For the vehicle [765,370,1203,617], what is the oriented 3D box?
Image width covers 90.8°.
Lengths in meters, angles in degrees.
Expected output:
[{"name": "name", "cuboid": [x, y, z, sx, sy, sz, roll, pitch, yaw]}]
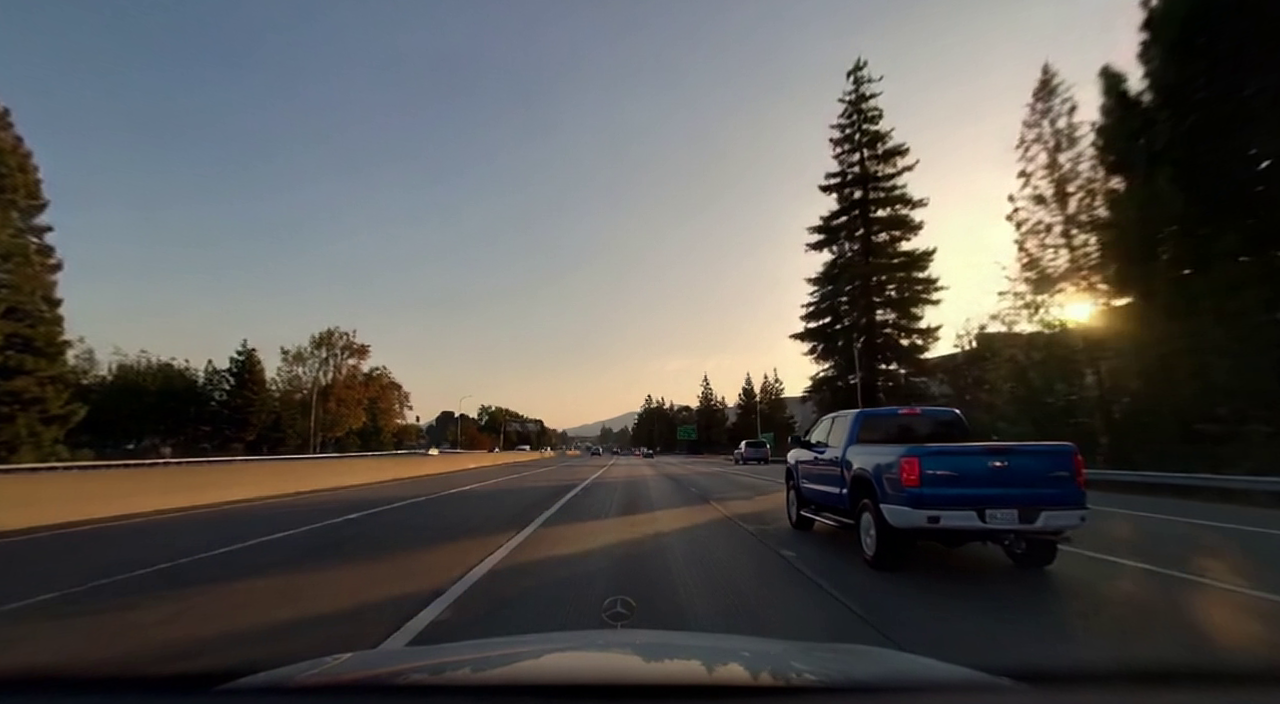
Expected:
[{"name": "vehicle", "cuboid": [3.256, 1.484, 7.538, 2.462, 1.984, 4.718, 0, -9, -1]}]
